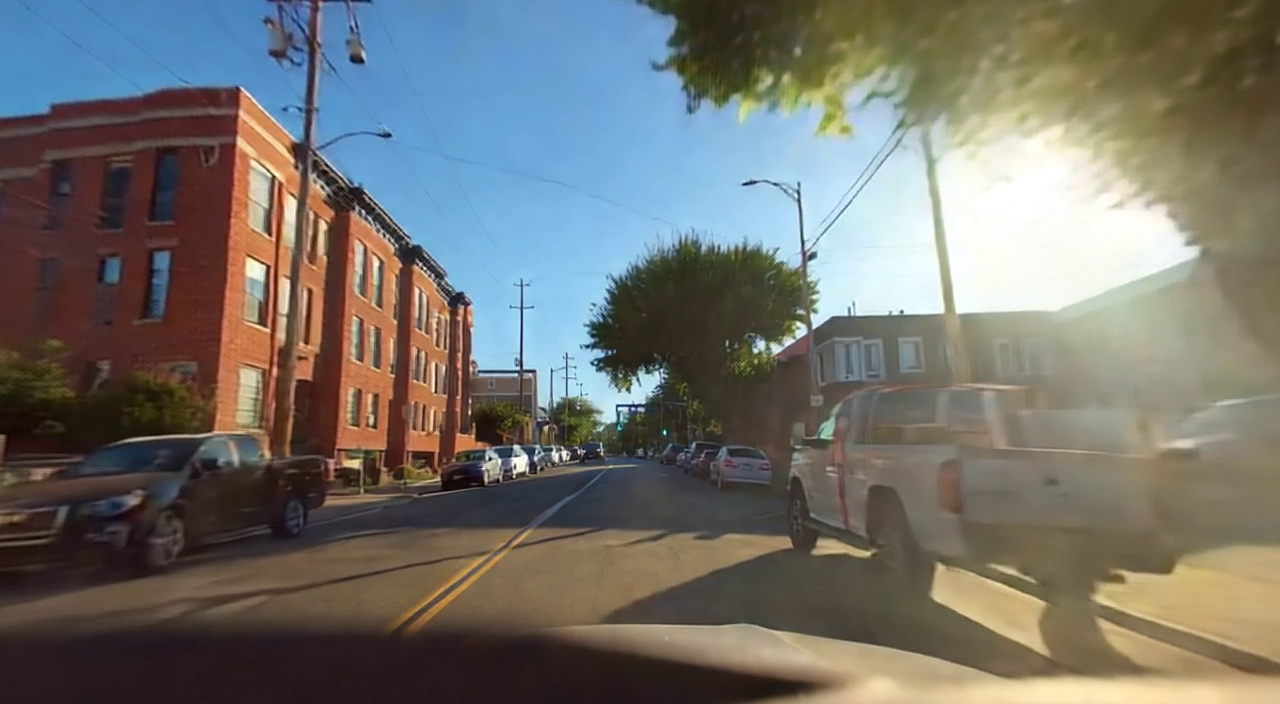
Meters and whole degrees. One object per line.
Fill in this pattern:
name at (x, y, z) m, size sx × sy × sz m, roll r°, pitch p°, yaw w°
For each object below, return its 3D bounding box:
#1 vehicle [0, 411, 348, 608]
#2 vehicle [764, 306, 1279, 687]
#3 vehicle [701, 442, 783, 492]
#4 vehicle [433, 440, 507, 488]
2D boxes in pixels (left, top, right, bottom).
vehicle at (-6.675, 1.949, 9.040) m, size 2.259 × 1.899 × 5.643 m, roll 0°, pitch -8°, yaw 0°
vehicle at (3.129, 1.235, 6.614) m, size 2.480 × 2.230 × 5.704 m, roll 0°, pitch -8°, yaw 0°
vehicle at (3.248, 3.760, 21.045) m, size 1.885 × 1.464 × 4.466 m, roll 0°, pitch -8°, yaw -1°
vehicle at (-6.869, 4.567, 26.107) m, size 1.930 × 1.756 × 4.955 m, roll 0°, pitch -8°, yaw -3°
